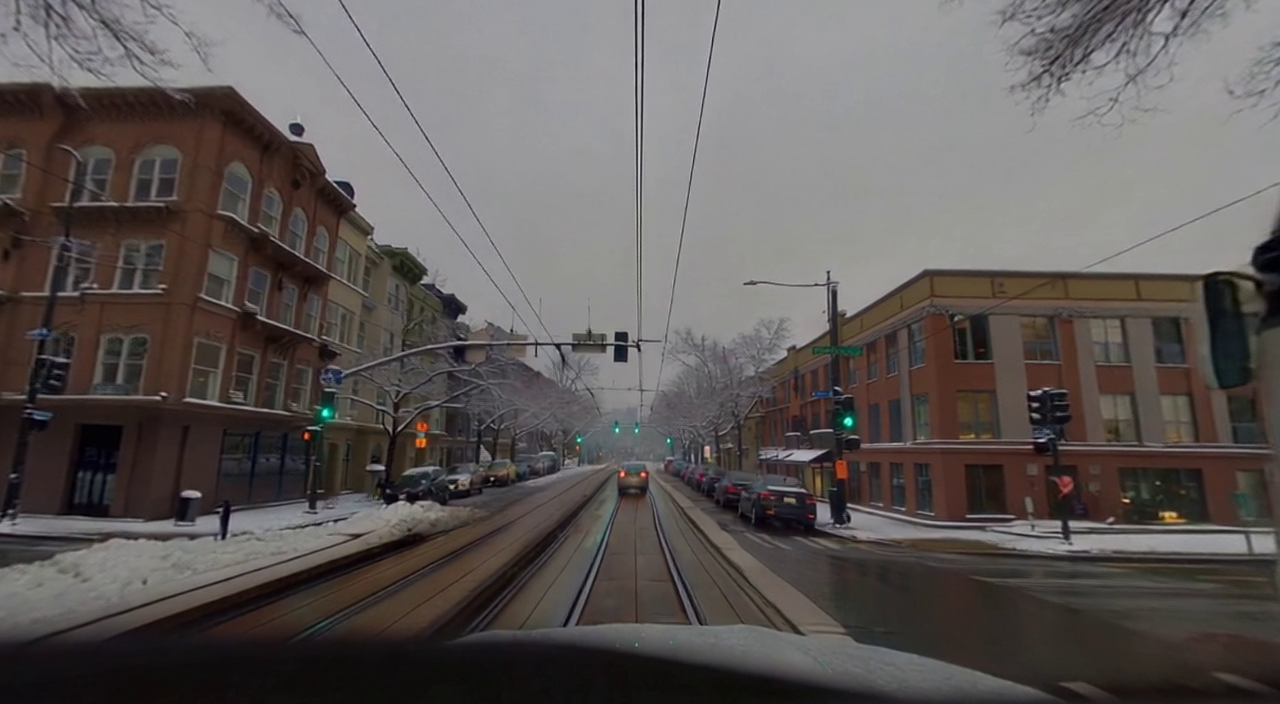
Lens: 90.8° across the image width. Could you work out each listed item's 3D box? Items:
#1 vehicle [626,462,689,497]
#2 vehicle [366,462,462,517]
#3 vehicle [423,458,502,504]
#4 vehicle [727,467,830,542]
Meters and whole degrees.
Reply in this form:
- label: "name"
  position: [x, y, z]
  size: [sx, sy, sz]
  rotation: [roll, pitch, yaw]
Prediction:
- label: "vehicle"
  position: [0.856, 6.604, 32.953]
  size: [1.984, 1.571, 3.404]
  rotation: [4, -9, -24]
- label: "vehicle"
  position: [-7.412, 4.685, 21.135]
  size: [1.779, 1.588, 3.953]
  rotation: [2, -15, -2]
- label: "vehicle"
  position: [-7.405, 5.486, 26.919]
  size: [1.861, 1.751, 4.550]
  rotation: [1, -11, 2]
- label: "vehicle"
  position: [3.850, 4.293, 18.311]
  size: [1.929, 1.723, 4.134]
  rotation: [0, -9, -2]
